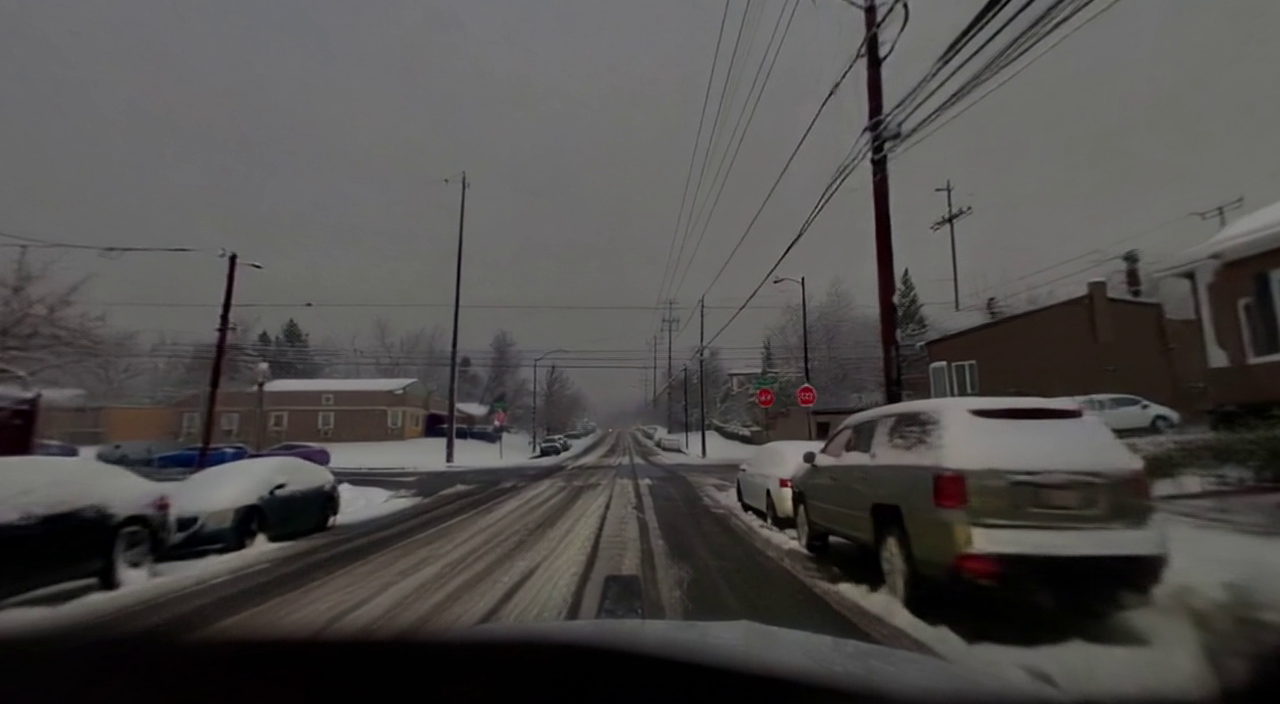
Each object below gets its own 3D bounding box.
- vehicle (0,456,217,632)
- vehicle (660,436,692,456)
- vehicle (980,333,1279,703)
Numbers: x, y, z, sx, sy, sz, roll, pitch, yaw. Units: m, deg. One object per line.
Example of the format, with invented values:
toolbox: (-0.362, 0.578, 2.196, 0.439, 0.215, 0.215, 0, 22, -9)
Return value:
vehicle: (-6.532, 1.751, 5.985, 2.098, 1.454, 4.449, 0, -9, -3)
vehicle: (2.798, 7.442, 49.871, 2.120, 1.487, 4.360, 0, -9, -3)
vehicle: (3.209, 0.674, 1.183, 2.086, 1.759, 5.461, 0, -9, 0)
